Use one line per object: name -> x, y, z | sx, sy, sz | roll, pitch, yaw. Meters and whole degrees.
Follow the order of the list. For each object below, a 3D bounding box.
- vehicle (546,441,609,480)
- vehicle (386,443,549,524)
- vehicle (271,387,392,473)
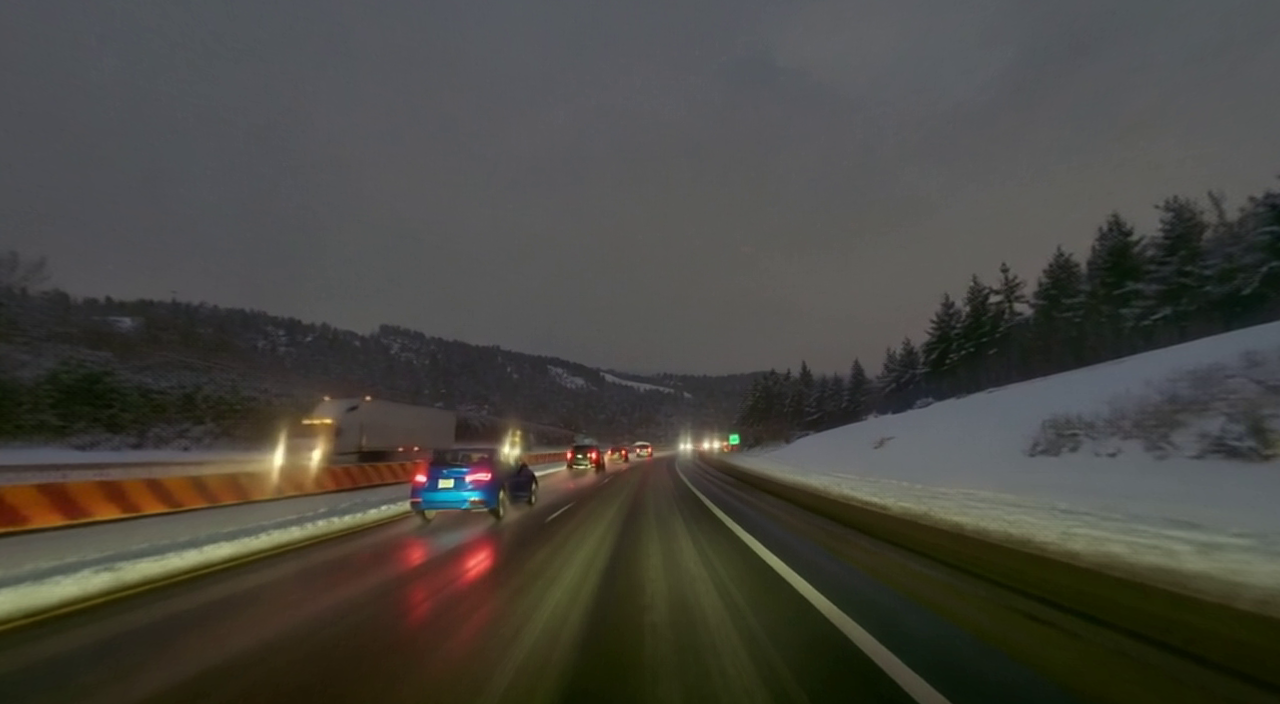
vehicle -> -2.539, 4.569, 26.729 | 2.094, 1.480, 4.124 | 0, -9, 2
vehicle -> -3.168, 2.508, 12.533 | 2.061, 1.330, 3.928 | 0, -9, 1
vehicle -> -16.549, 4.329, 34.442 | 3.005, 4.223, 6.332 | -1, -9, 2
